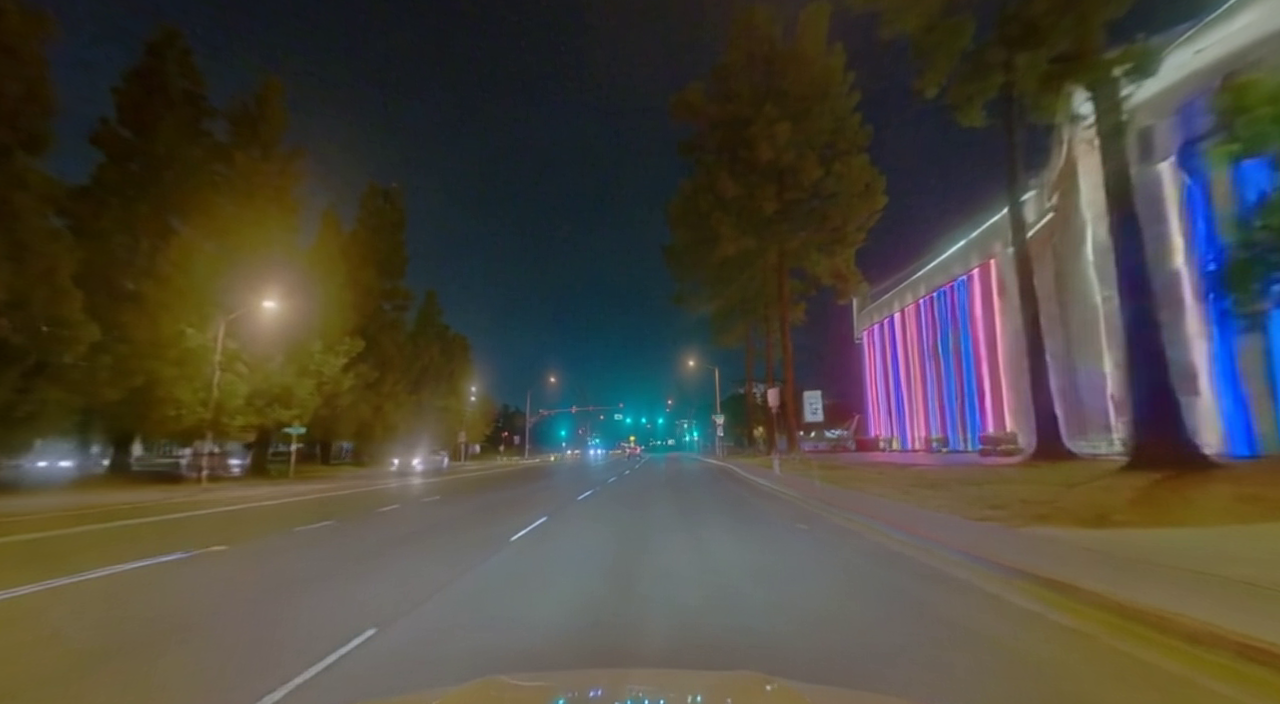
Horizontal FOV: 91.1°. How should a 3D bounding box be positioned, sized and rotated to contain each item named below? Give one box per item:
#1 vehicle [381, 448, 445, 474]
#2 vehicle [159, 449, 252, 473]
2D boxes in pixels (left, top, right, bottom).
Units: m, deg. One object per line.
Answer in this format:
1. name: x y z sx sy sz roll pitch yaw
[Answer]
1. vehicle: -13.800 6.628 38.456 1.920 1.512 4.657 -1 -9 4
2. vehicle: -28.705 7.203 41.597 4.692 1.576 1.864 0 -9 -2
